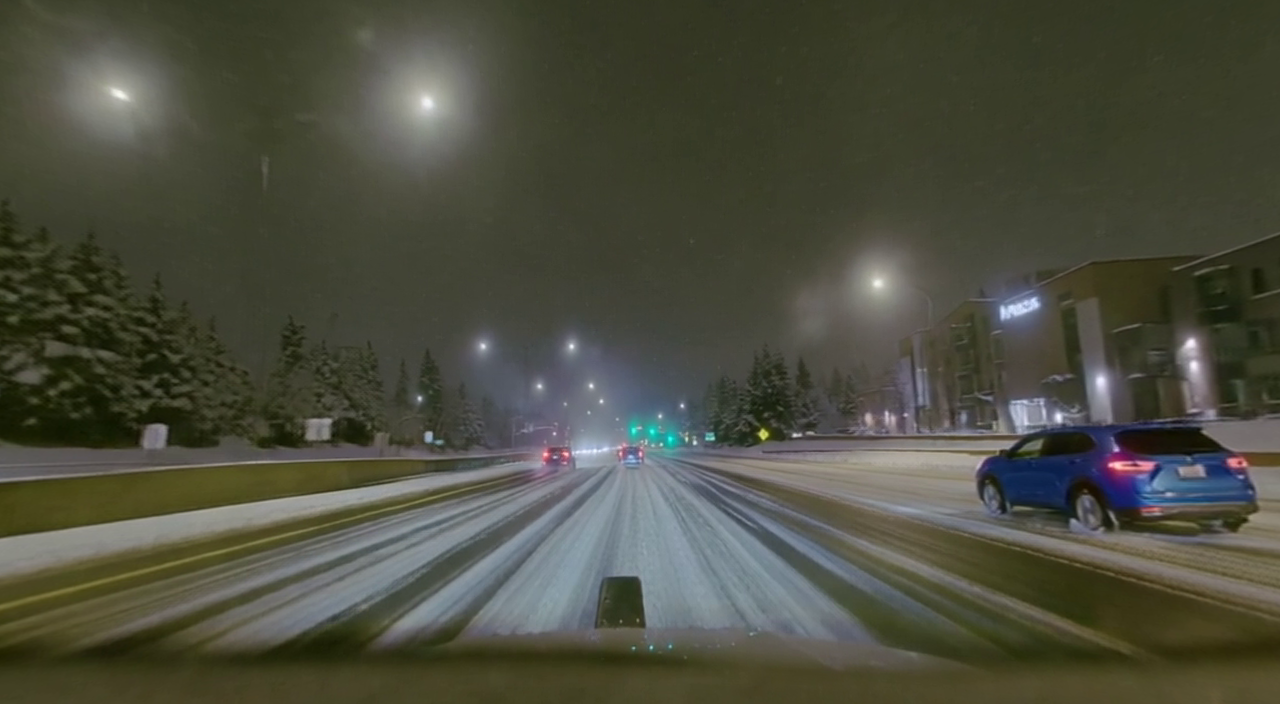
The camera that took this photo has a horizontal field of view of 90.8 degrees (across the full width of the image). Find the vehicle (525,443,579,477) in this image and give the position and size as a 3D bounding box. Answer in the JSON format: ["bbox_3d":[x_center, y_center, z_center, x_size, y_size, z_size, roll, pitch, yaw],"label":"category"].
[{"bbox_3d":[-4.072,5.070,29.975,1.886,1.465,4.625,0,-8,0],"label":"vehicle"}]

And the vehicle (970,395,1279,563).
[{"bbox_3d":[7.207,1.728,9.278,2.028,1.801,4.741,0,-9,-1],"label":"vehicle"}]

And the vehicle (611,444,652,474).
[{"bbox_3d":[-0.470,5.543,32.974,1.997,1.485,4.094,0,-9,-2],"label":"vehicle"}]
